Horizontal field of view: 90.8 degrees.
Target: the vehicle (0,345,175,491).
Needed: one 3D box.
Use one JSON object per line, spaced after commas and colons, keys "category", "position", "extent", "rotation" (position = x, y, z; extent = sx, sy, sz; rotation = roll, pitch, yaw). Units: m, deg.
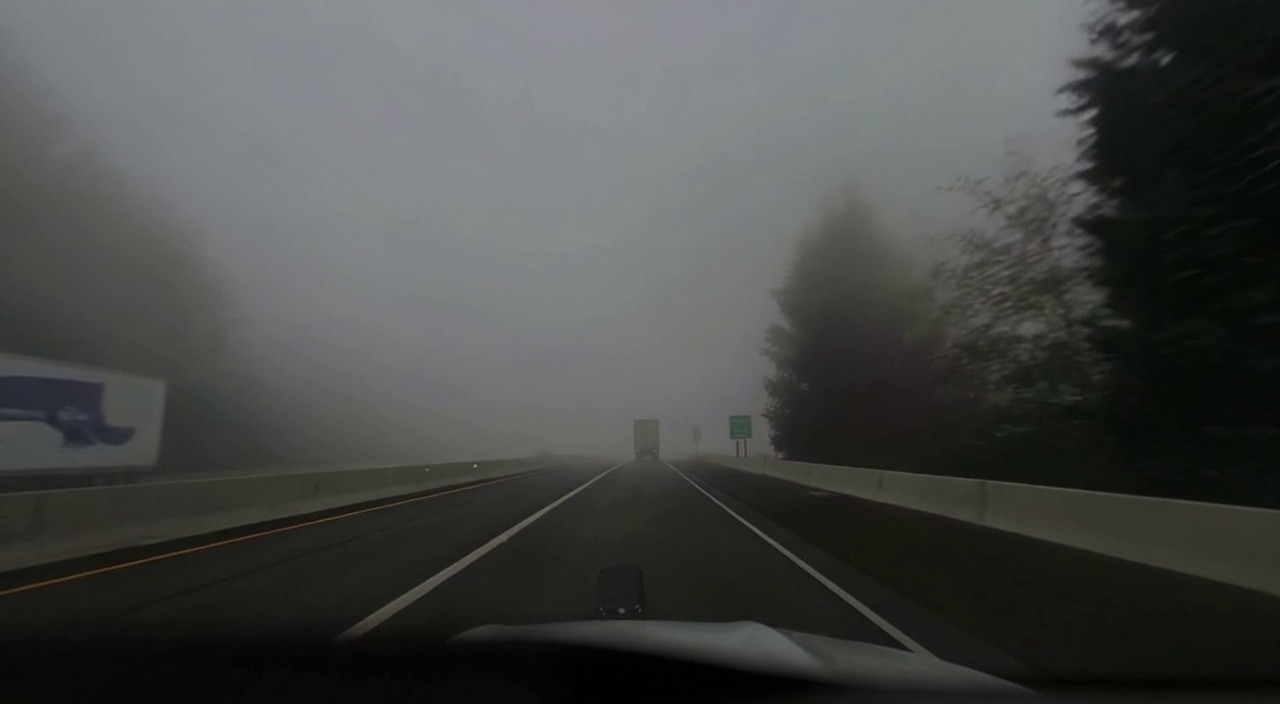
{"category": "vehicle", "position": [-18.018, 1.852, 17.319], "extent": [3.010, 3.718, 9.772], "rotation": [0, -8, 0]}
